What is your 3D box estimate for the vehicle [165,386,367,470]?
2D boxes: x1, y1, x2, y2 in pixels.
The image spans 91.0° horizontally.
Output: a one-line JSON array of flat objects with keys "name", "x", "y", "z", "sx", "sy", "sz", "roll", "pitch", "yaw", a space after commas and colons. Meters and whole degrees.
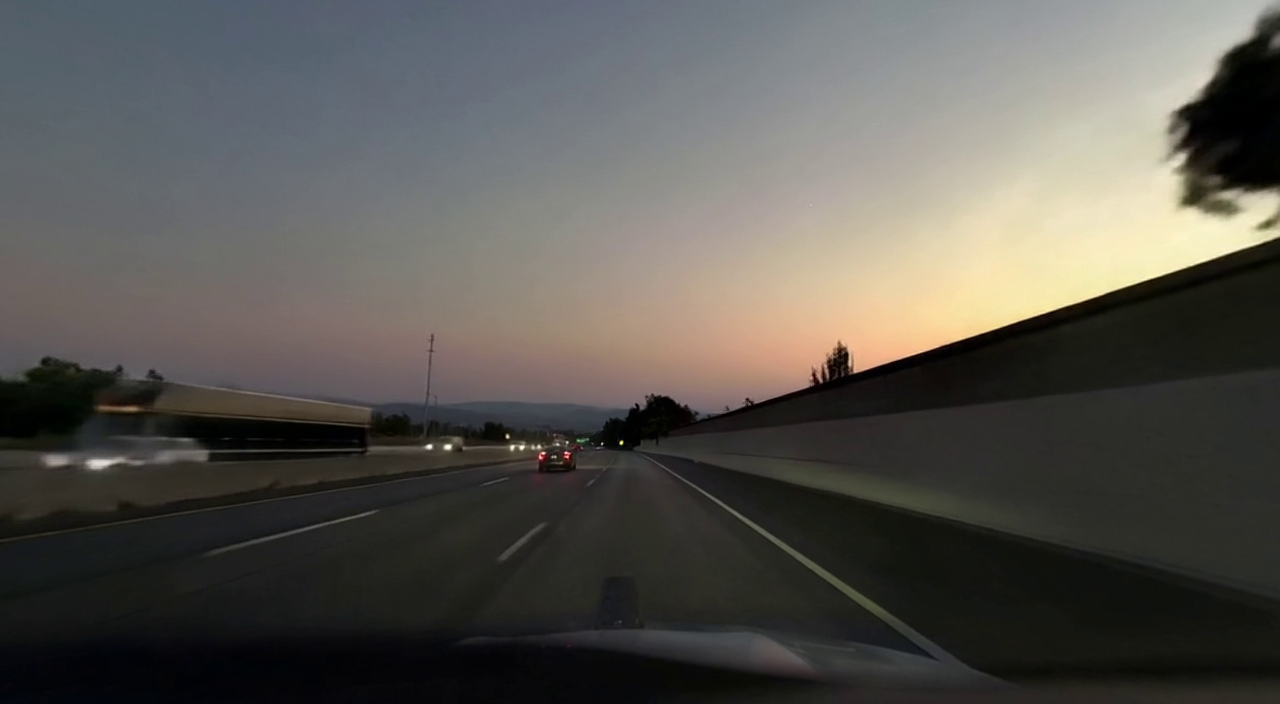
[{"name": "vehicle", "x": -21.725, "y": 4.881, "z": 38.718, "sx": 2.929, "sy": 4.118, "sz": 15.561, "roll": 0, "pitch": -9, "yaw": 0}]

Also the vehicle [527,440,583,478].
[{"name": "vehicle", "x": -4.043, "y": 5.159, "z": 30.642, "sx": 2.133, "sy": 1.683, "sz": 4.340, "roll": 0, "pitch": -8, "yaw": 0}]

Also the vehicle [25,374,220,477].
[{"name": "vehicle", "x": -21.599, "y": 3.211, "z": 26.878, "sx": 2.964, "sy": 3.891, "sz": 5.988, "roll": 0, "pitch": -8, "yaw": 0}]

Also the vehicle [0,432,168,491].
[{"name": "vehicle", "x": -17.138, "y": 3.265, "z": 19.097, "sx": 2.064, "sy": 1.556, "sz": 4.548, "roll": 0, "pitch": -8, "yaw": 0}]
